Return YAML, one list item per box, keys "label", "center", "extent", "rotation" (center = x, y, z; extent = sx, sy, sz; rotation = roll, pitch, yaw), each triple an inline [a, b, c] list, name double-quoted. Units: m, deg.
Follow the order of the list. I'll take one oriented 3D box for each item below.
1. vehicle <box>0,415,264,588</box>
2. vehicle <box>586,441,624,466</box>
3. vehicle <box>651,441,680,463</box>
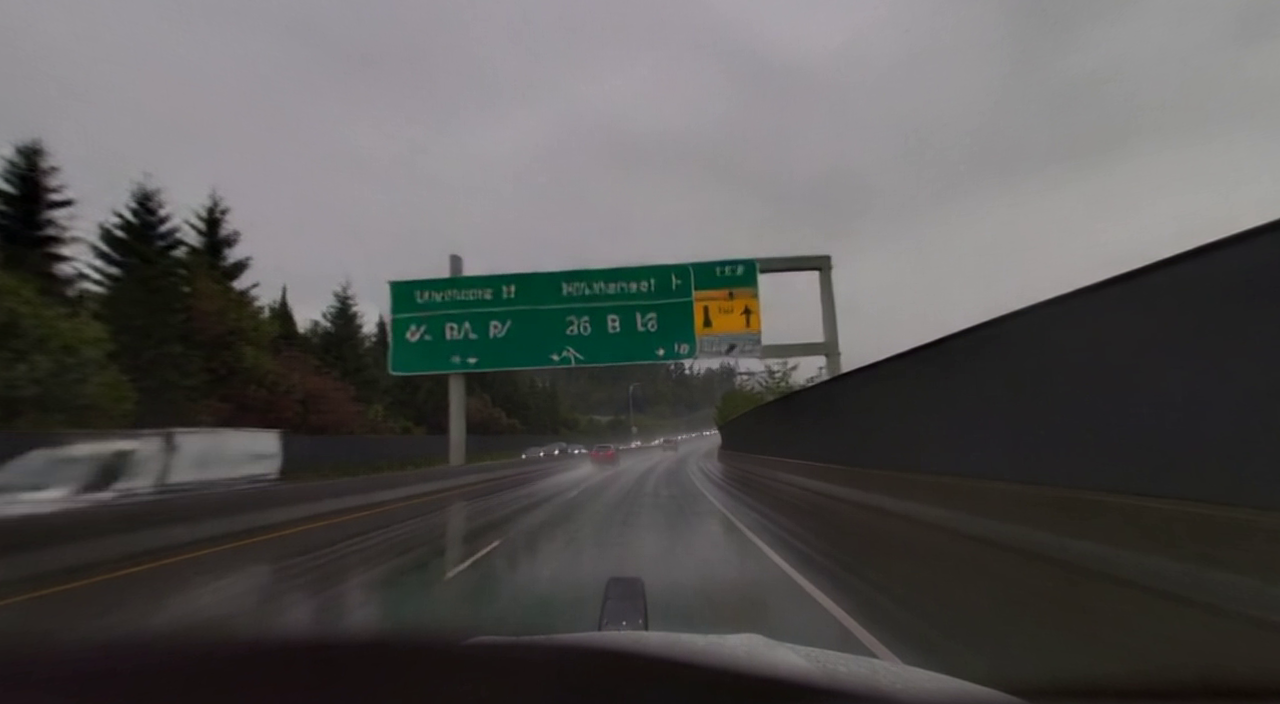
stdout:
- label: "vehicle"
  center: [-10.855, 2.652, 12.174]
  extent: [2.476, 2.598, 7.227]
  rotation: [0, -8, 2]
- label: "vehicle"
  center: [-2.221, 6.627, 41.220]
  extent: [1.985, 1.518, 3.847]
  rotation: [-1, -8, 4]
- label: "vehicle"
  center: [1.984, 7.614, 48.079]
  extent: [2.077, 1.533, 3.854]
  rotation: [-1, -8, 4]
